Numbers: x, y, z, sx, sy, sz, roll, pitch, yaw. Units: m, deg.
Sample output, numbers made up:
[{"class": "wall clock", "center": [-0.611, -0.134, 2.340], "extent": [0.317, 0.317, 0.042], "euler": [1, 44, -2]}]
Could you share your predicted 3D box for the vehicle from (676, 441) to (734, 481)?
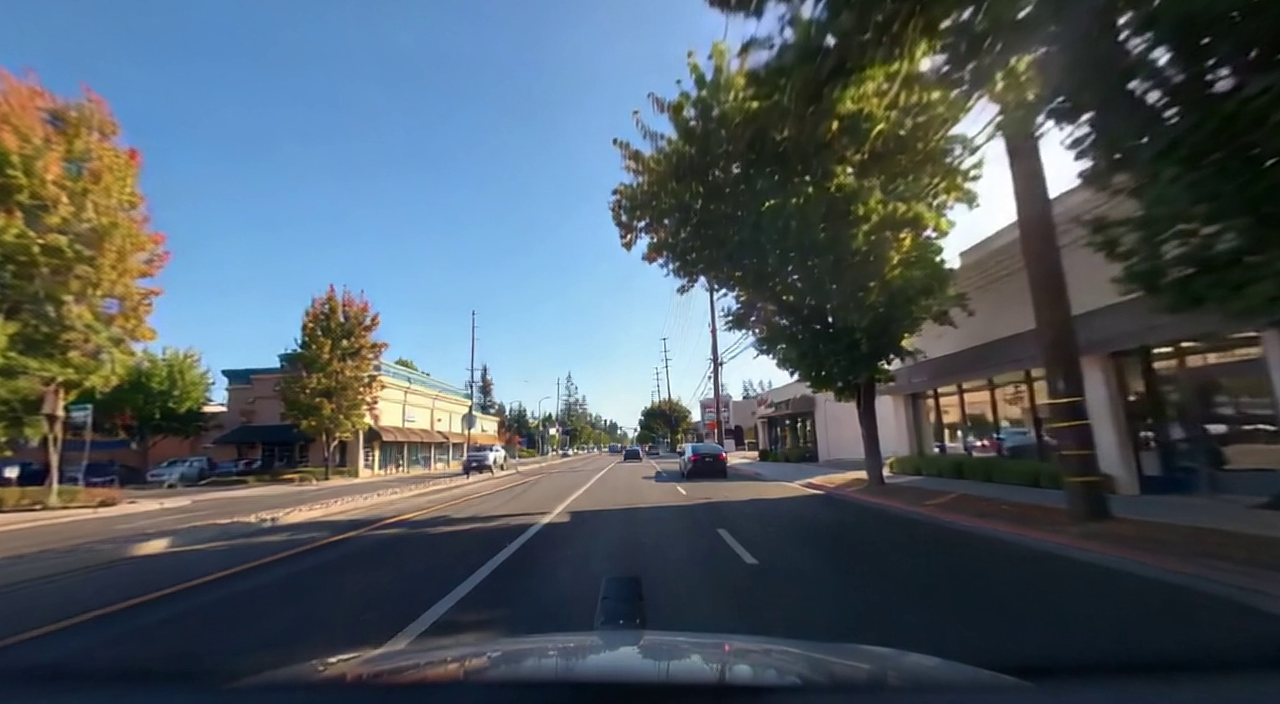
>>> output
[{"class": "vehicle", "center": [2.620, 4.480, 26.183], "extent": [1.975, 1.497, 3.647], "euler": [0, -9, -1]}]
